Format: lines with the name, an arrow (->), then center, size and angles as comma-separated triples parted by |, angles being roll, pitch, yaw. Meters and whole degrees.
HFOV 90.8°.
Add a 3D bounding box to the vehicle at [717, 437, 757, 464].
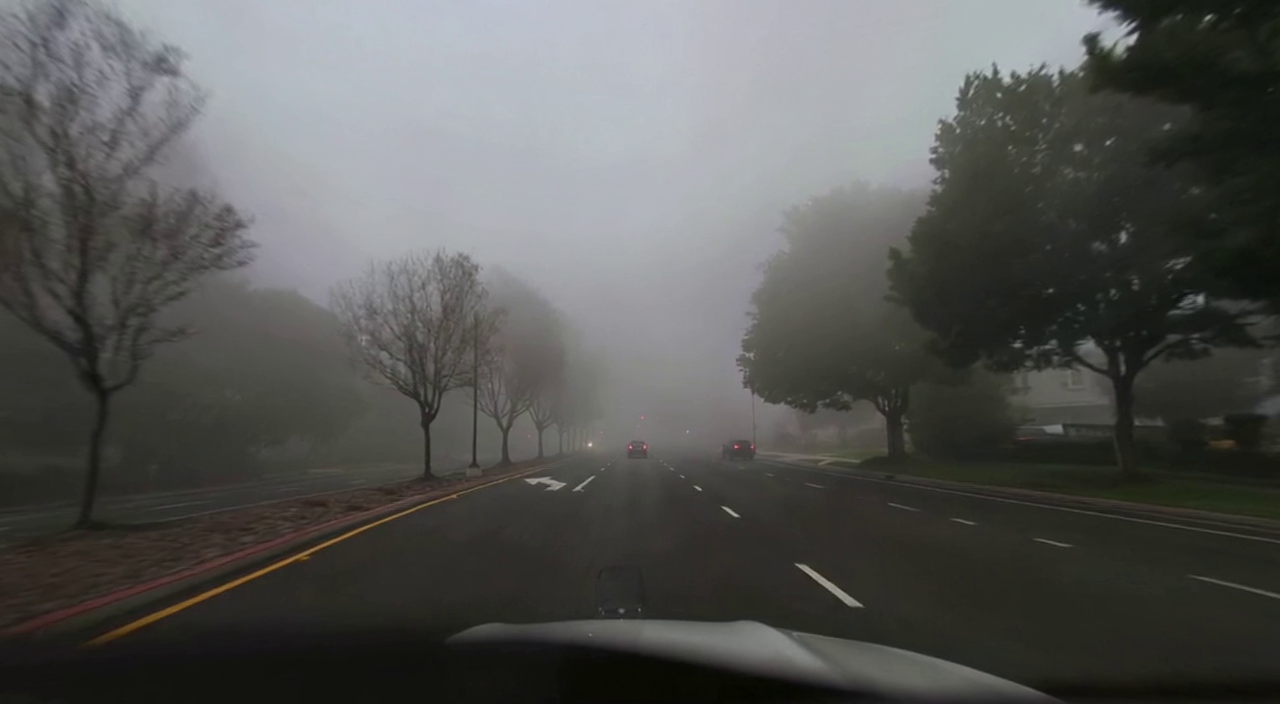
vehicle -> 6.607, 6.741, 43.351 | 2.011, 1.710, 4.357 | 0, -9, -1
